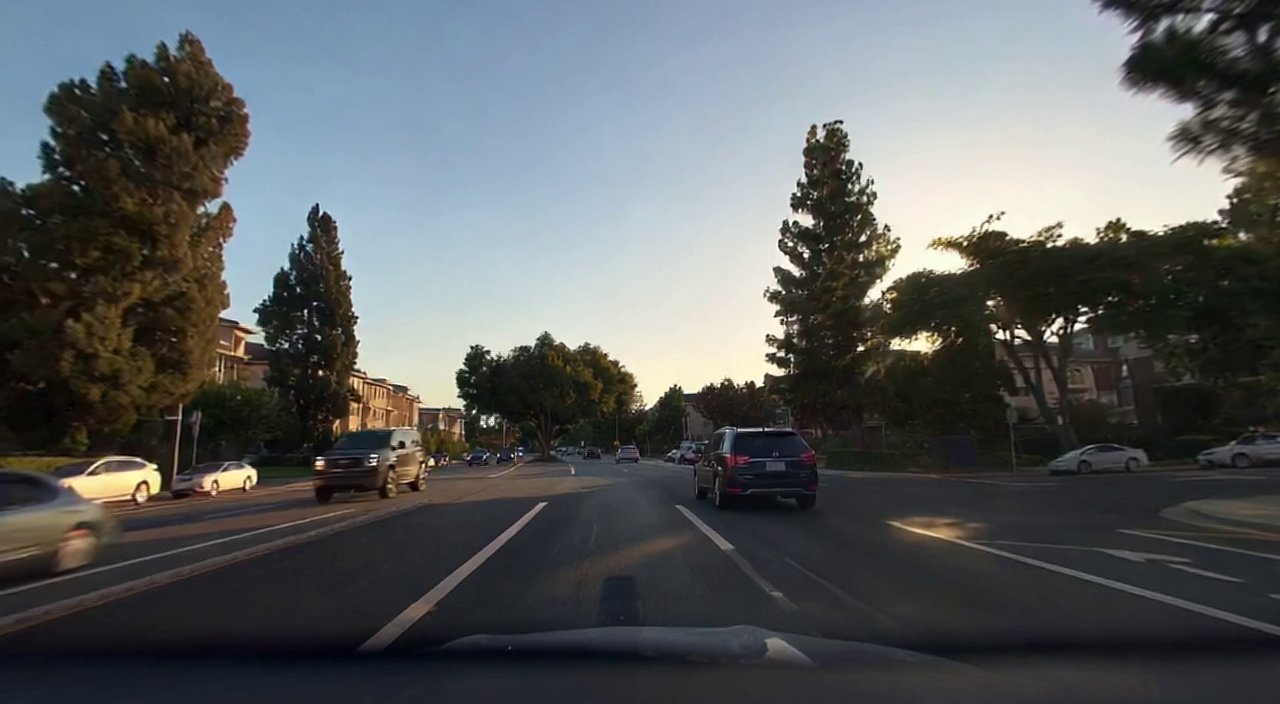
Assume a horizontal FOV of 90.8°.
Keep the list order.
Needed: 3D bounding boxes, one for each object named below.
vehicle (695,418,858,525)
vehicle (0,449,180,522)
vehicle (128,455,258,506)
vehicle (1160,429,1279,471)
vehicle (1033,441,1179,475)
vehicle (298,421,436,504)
[{"bbox_3d":[2.483,2.323,12.844,2.085,1.763,4.490,0,-9,-3],"label":"vehicle"},{"bbox_3d":[-17.980,4.147,20.405,2.165,1.964,5.675,0,-8,-3],"label":"vehicle"},{"bbox_3d":[-18.071,5.171,25.917,2.078,1.612,4.798,-1,-7,-4],"label":"vehicle"},{"bbox_3d":[26.722,4.381,28.358,4.844,1.806,2.020,-1,-9,2],"label":"vehicle"},{"bbox_3d":[20.703,4.738,28.240,4.825,1.434,2.097,-1,-9,2],"label":"vehicle"},{"bbox_3d":[-8.535,3.492,20.423,2.440,2.323,4.874,0,-9,-3],"label":"vehicle"}]
